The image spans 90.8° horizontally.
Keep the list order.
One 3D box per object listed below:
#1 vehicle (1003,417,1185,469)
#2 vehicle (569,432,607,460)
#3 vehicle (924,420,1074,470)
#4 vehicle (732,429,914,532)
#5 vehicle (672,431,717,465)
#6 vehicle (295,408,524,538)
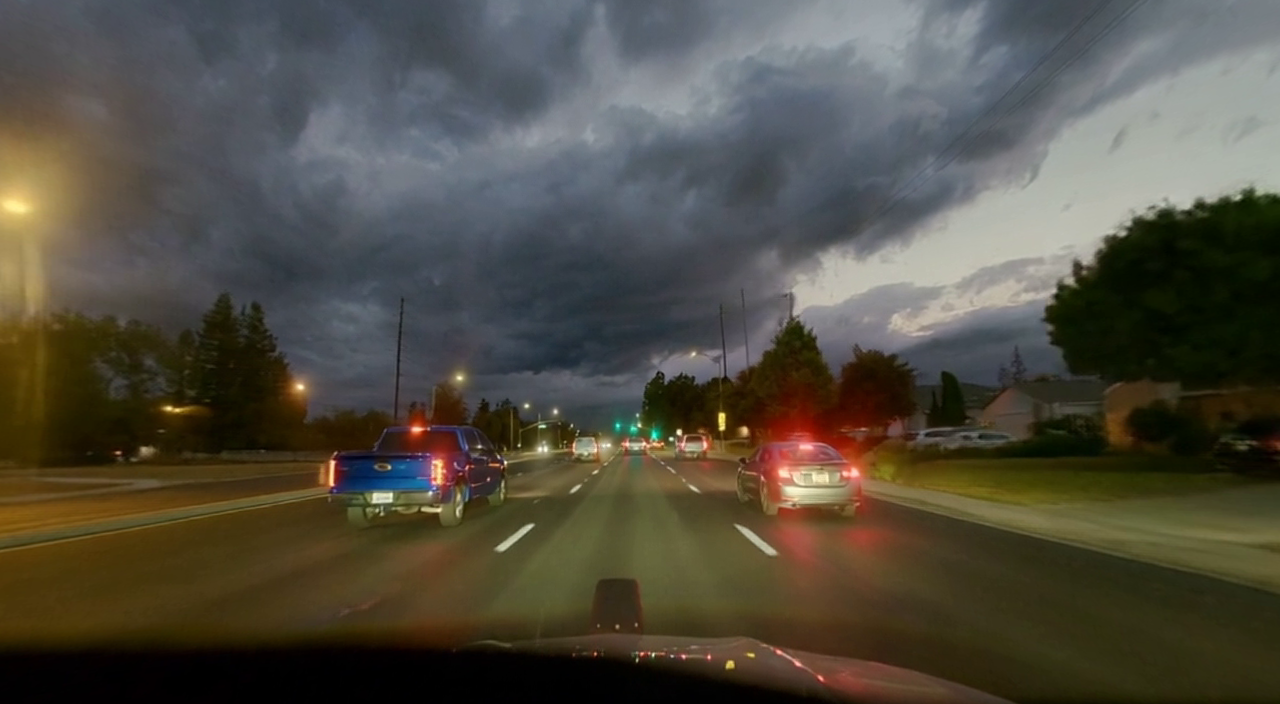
[{"bbox_3d":[15.245,3.100,21.472,4.530,1.661,2.015,-1,-8,3],"label":"vehicle"},{"bbox_3d":[-3.525,6.549,43.873,2.218,1.829,4.492,0,-8,0],"label":"vehicle"},{"bbox_3d":[13.977,3.655,24.825,4.647,1.841,2.009,0,-8,-2],"label":"vehicle"},{"bbox_3d":[2.945,2.162,11.250,1.884,1.463,4.195,0,-8,-1],"label":"vehicle"},{"bbox_3d":[3.090,5.549,36.649,2.099,1.845,4.363,0,-8,-2],"label":"vehicle"},{"bbox_3d":[-3.614,2.026,11.269,2.111,1.745,5.274,0,-8,0],"label":"vehicle"}]
